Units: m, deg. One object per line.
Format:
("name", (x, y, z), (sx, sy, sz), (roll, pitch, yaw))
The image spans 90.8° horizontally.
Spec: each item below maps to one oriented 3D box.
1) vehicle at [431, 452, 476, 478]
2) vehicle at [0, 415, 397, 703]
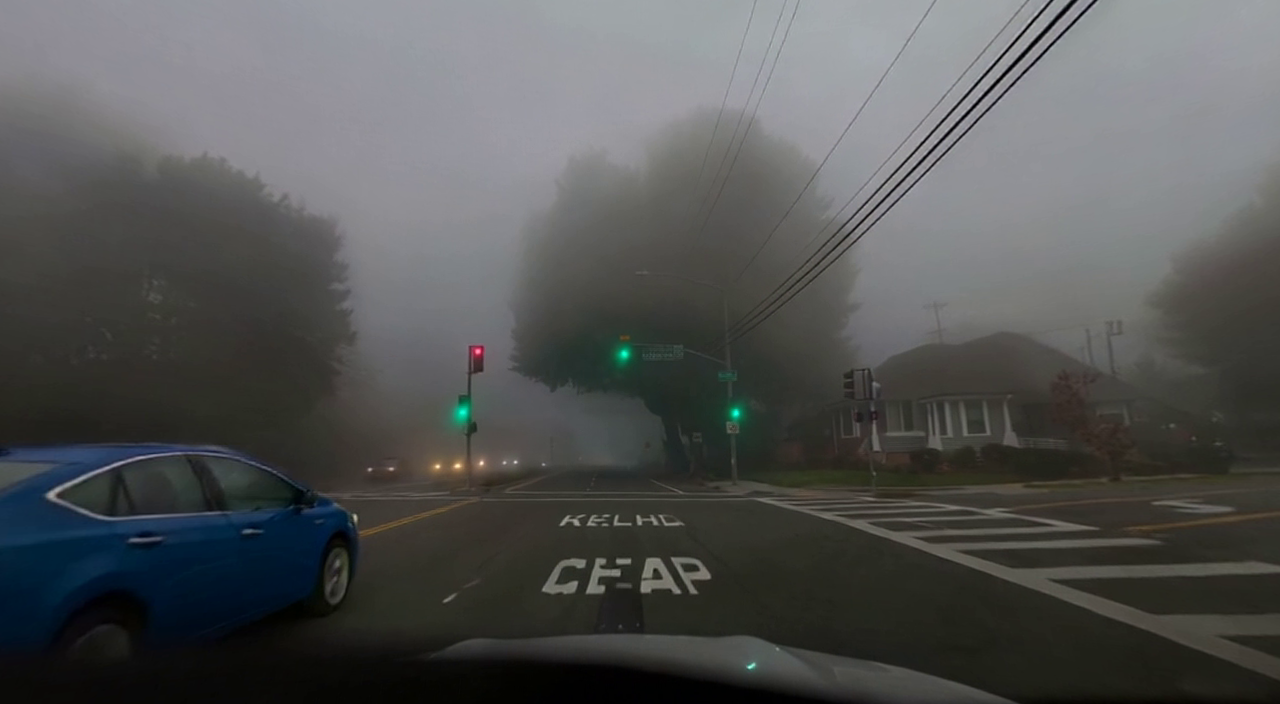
("vehicle", (-14.502, 8.765, 49.303), (2.115, 1.794, 4.961), (0, -9, -2))
("vehicle", (-3.683, 1.324, 4.625), (1.980, 1.508, 4.502), (0, -9, 0))
